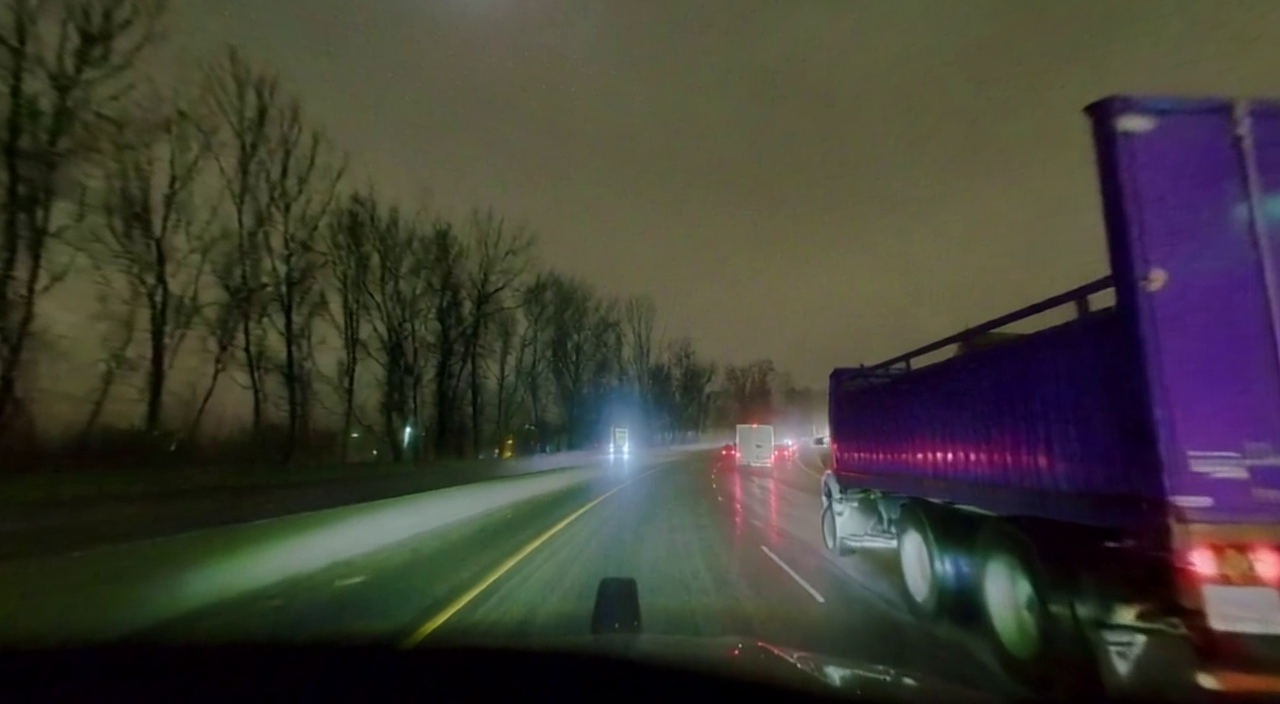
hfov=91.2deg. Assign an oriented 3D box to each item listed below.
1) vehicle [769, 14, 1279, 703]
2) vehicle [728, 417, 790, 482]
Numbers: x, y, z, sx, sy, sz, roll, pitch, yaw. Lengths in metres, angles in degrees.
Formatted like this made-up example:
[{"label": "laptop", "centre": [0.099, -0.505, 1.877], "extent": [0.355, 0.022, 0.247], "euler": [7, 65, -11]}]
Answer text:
[{"label": "vehicle", "centre": [3.659, 0.646, 6.356], "extent": [3.117, 3.818, 6.785], "euler": [0, -9, -1]}, {"label": "vehicle", "centre": [5.207, 4.392, 28.245], "extent": [2.200, 2.582, 5.559], "euler": [-1, -9, 5]}]
